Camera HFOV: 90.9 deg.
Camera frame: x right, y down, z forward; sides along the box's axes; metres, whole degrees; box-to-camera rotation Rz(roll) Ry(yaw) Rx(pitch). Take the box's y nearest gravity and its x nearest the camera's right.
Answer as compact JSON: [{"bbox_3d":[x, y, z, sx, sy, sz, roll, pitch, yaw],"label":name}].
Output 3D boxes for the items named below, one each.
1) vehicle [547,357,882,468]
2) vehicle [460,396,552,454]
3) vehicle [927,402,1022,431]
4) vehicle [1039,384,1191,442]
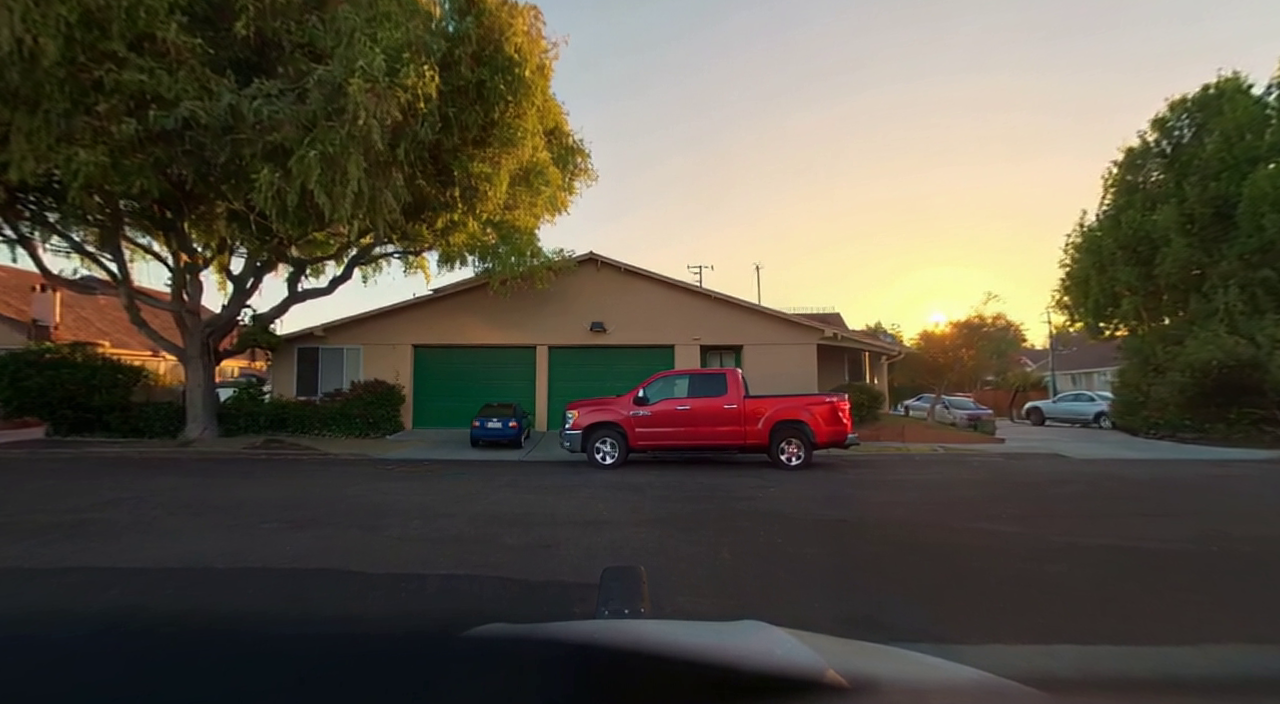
[{"bbox_3d":[1.265,1.176,11.778,5.600,1.835,2.161,-1,-8,2],"label":"vehicle"},{"bbox_3d":[-4.187,2.271,20.339,1.869,1.460,3.826,-3,-2,4],"label":"vehicle"},{"bbox_3d":[17.258,3.346,32.693,3.897,1.416,1.703,-1,-8,3],"label":"vehicle"},{"bbox_3d":[16.393,2.146,21.948,3.770,1.496,1.951,6,-9,3],"label":"vehicle"}]
